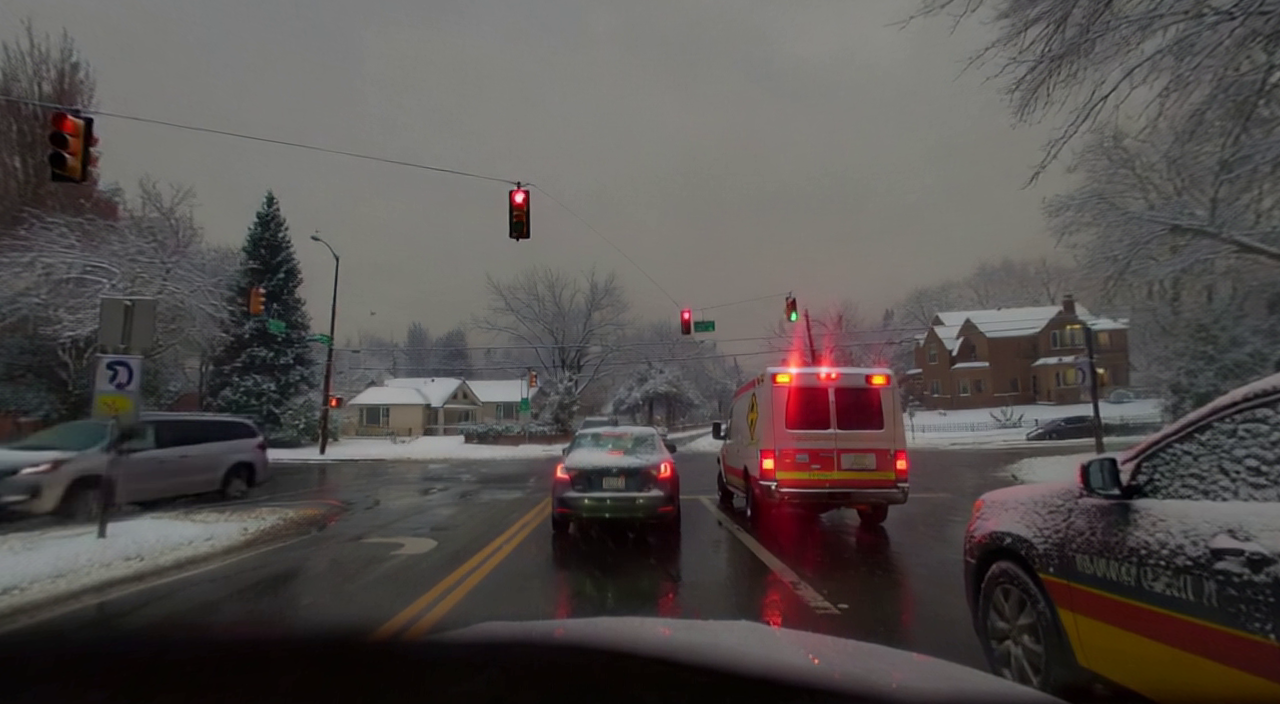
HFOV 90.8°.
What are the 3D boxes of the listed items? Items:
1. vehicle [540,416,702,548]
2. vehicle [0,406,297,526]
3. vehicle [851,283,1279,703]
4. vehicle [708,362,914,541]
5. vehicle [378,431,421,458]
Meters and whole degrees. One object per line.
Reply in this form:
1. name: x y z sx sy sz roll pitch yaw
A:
1. vehicle: -0.289 1.972 10.193 2.114 1.707 3.725 0 -8 -1
2. vehicle: -10.516 2.349 13.651 2.349 1.988 5.813 -1 -8 8
3. vehicle: 2.844 0.894 2.842 2.194 1.820 4.652 0 -8 0
4. vehicle: 2.879 1.895 12.385 2.406 2.687 5.521 0 -8 -1
5. vehicle: -17.759 6.875 46.874 2.246 1.880 4.454 1 -8 -12
